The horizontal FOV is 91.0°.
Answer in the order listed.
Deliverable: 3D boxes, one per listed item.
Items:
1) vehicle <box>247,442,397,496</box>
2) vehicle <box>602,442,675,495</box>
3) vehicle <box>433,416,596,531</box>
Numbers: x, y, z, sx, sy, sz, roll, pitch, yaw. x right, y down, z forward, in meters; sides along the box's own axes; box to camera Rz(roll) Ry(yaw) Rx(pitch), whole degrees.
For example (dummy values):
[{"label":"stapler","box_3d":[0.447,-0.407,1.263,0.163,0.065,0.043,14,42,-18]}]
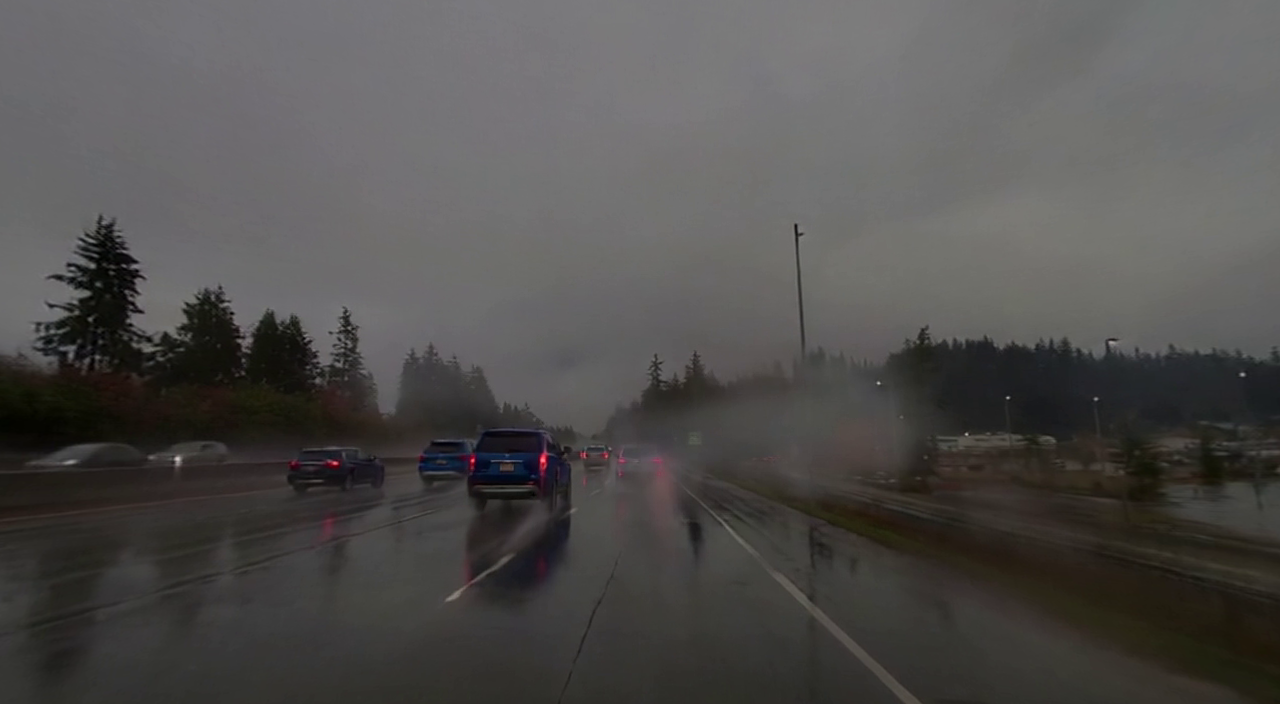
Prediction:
[{"label":"vehicle","box_3d":[-9.605,3.556,19.574,2.126,1.480,4.589,0,-9,2]},{"label":"vehicle","box_3d":[-0.020,3.656,20.071,2.068,1.488,4.045,0,-9,1]},{"label":"vehicle","box_3d":[-2.130,2.227,12.037,2.123,1.798,4.108,0,-9,2]}]
